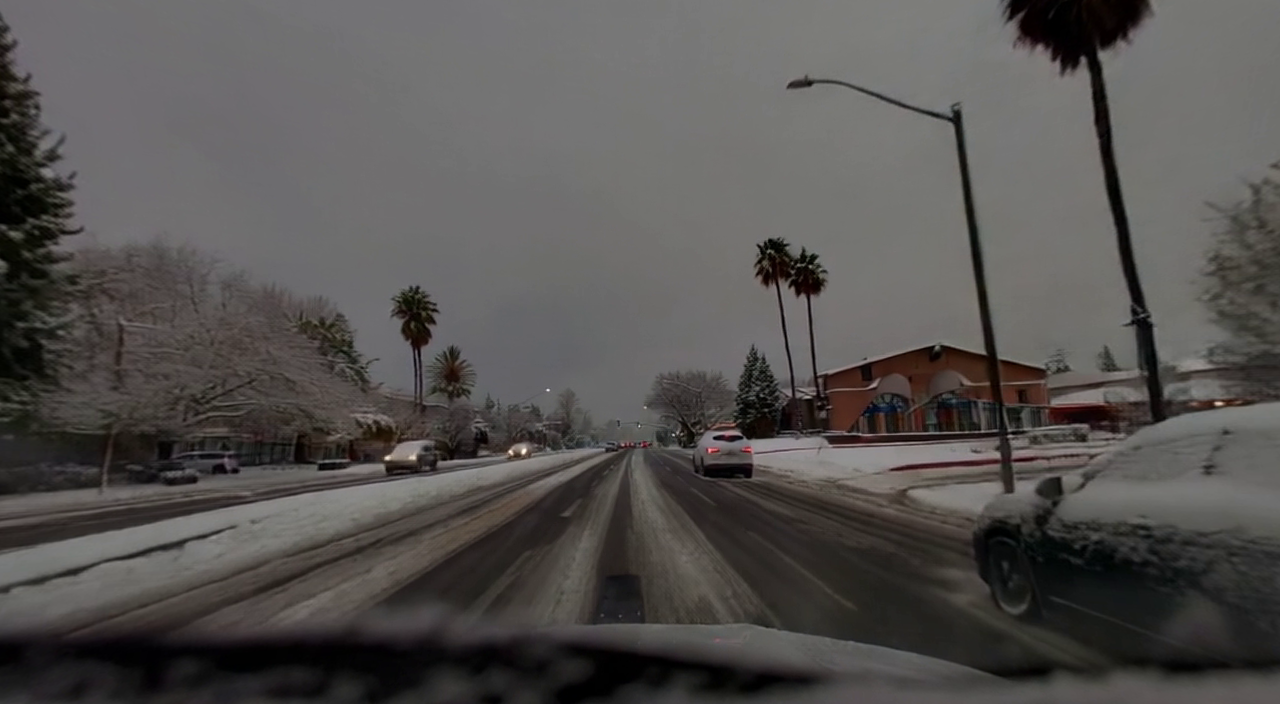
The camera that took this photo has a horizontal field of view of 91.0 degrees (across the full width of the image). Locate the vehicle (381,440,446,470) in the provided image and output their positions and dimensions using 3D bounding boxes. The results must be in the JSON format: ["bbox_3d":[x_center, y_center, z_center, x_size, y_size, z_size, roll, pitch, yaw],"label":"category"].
[{"bbox_3d":[-15.424,7.040,43.277,2.315,1.911,5.751,0,-8,1],"label":"vehicle"}]

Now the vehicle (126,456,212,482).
[{"bbox_3d":[-30.009,7.440,40.295,1.820,1.454,4.709,0,-8,0],"label":"vehicle"}]

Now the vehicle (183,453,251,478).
[{"bbox_3d":[-30.232,8.089,45.120,1.871,1.534,4.524,0,-8,-2],"label":"vehicle"}]

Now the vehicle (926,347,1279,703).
[{"bbox_3d":[3.629,0.957,3.451,2.084,1.682,4.148,0,-8,-1],"label":"vehicle"}]

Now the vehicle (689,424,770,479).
[{"bbox_3d":[3.293,3.789,24.134,2.244,1.901,4.561,0,-8,-3],"label":"vehicle"}]
